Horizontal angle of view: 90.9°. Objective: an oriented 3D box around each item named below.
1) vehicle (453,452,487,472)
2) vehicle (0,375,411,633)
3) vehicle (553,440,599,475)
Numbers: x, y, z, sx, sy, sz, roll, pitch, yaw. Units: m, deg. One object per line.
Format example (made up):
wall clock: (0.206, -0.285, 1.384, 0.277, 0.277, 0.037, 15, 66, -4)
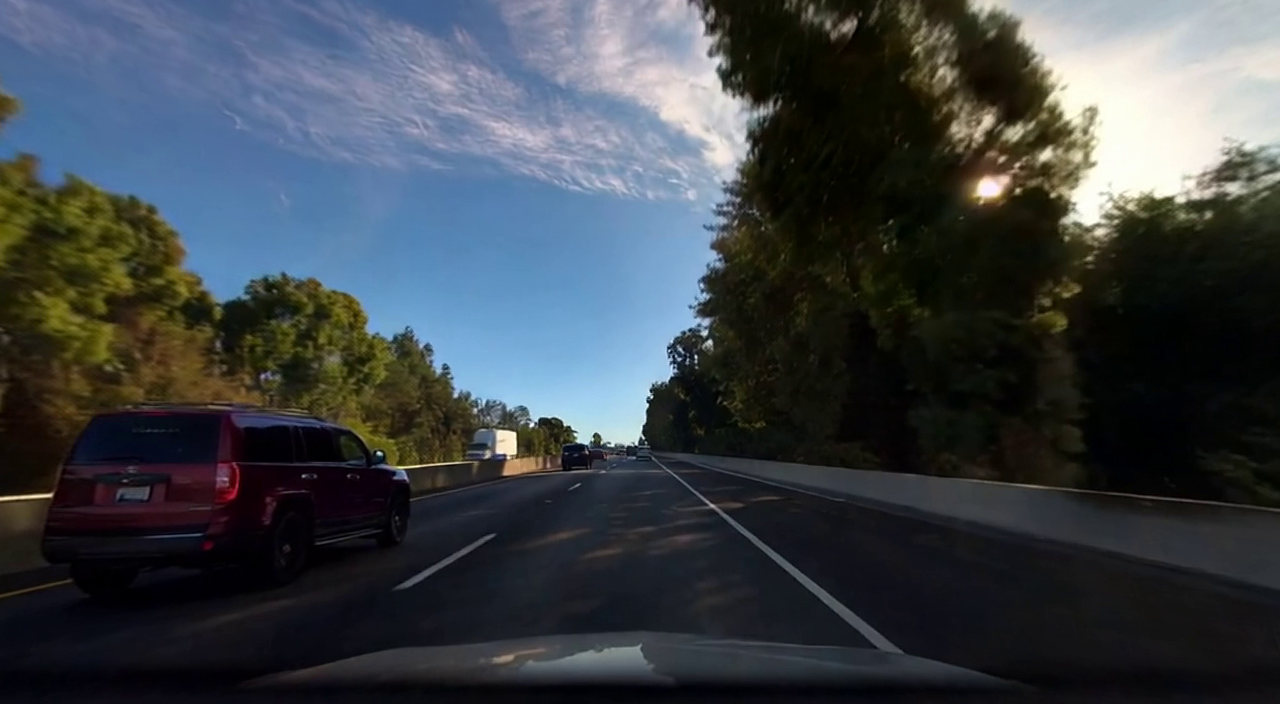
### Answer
vehicle: (-12.809, 8.301, 47.640, 1.629, 1.422, 3.602, 0, -9, -1)
vehicle: (-4.582, 1.504, 7.187, 2.102, 1.941, 4.703, 0, -9, 1)
vehicle: (-3.526, 5.963, 35.715, 2.056, 1.811, 4.202, -1, -9, 2)
